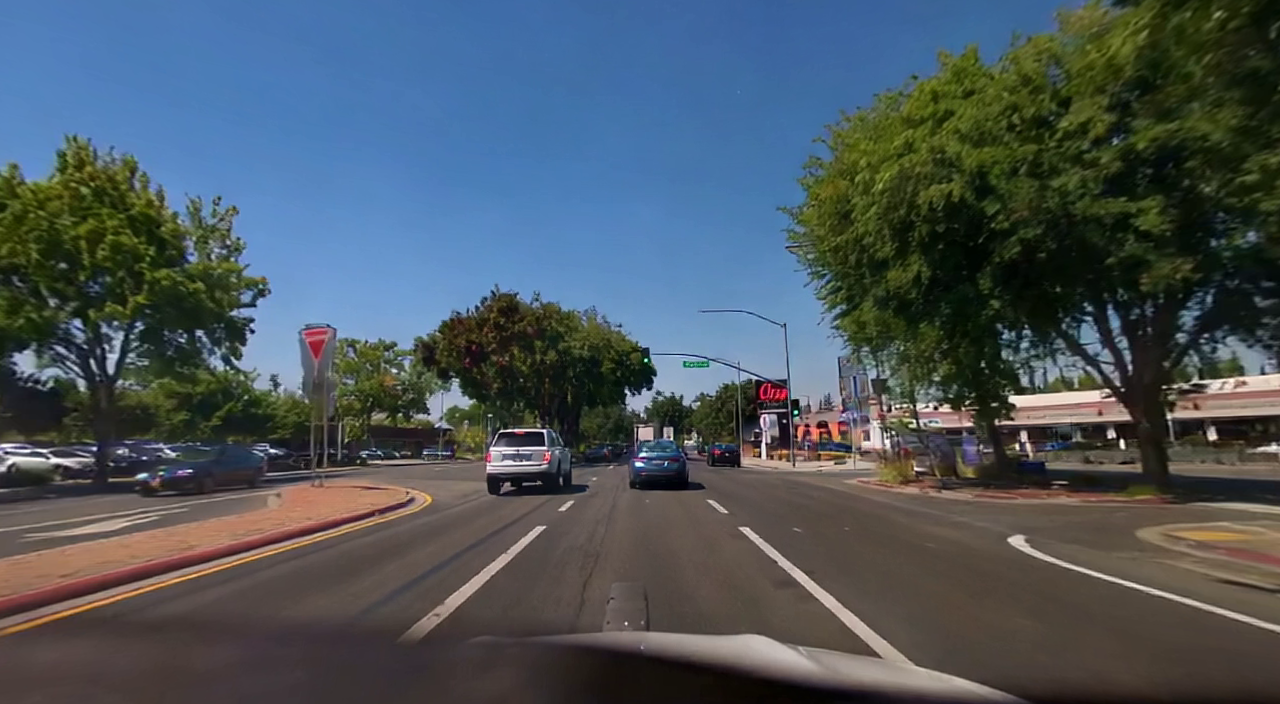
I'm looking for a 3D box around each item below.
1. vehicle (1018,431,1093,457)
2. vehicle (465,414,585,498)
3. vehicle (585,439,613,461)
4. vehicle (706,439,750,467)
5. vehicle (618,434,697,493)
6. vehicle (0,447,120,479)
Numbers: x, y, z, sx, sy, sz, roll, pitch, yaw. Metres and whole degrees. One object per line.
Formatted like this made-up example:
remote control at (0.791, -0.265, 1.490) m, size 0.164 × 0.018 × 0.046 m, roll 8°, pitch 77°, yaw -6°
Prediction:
vehicle at (32.974, 7.265, 49.965) m, size 5.720 × 1.822 × 2.307 m, roll 3°, pitch -9°, yaw -28°
vehicle at (-2.935, 2.827, 17.463) m, size 2.289 × 1.935 × 5.227 m, roll 0°, pitch -8°, yaw 1°
vehicle at (-3.032, 7.357, 47.398) m, size 1.902 × 1.522 × 3.523 m, roll 0°, pitch -8°, yaw 0°
vehicle at (4.998, 5.816, 36.354) m, size 1.900 × 1.507 × 4.151 m, roll 0°, pitch -8°, yaw 0°
vehicle at (0.448, 3.196, 18.421) m, size 2.061 × 1.494 × 4.079 m, roll 0°, pitch -8°, yaw 0°
vehicle at (-28.637, 5.441, 31.122) m, size 4.208 × 1.505 × 1.914 m, roll 0°, pitch -8°, yaw 0°
